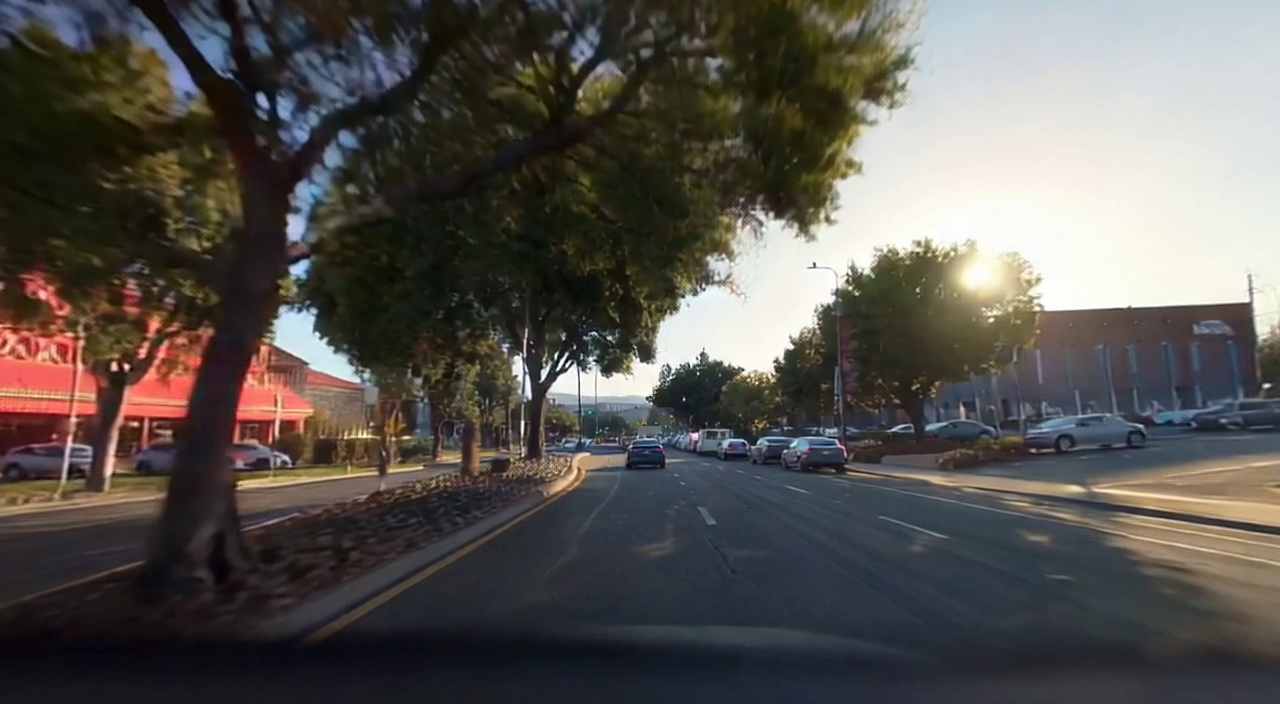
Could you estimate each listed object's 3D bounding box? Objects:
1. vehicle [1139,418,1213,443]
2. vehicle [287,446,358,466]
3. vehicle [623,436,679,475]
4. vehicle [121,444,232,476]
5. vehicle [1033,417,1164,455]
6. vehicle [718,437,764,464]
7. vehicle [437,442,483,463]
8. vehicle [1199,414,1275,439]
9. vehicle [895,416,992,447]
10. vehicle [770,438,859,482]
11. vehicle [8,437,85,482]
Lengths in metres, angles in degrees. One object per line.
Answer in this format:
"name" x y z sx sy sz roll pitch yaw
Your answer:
"vehicle" 33.052 4.882 39.013 1.797 1.426 4.346 -3 -9 17
"vehicle" -24.356 7.968 48.421 4.392 1.453 1.855 0 -8 -1
"vehicle" 0.357 4.232 26.027 2.091 1.472 4.697 0 -8 -1
"vehicle" -26.896 6.264 36.697 4.853 1.788 2.059 0 -8 1
"vehicle" 19.568 3.617 27.040 4.059 1.563 1.995 0 -8 -2
"vehicle" 6.518 6.429 41.246 2.105 1.646 4.612 0 -8 -2
"vehicle" -13.476 7.563 47.430 2.005 1.482 4.491 0 -8 1
"vehicle" 40.168 5.080 42.540 1.826 1.494 4.580 -3 -9 18
"vehicle" 19.496 5.156 40.649 5.117 1.905 2.075 0 -8 0
"vehicle" 6.499 4.057 24.029 2.016 1.479 4.532 0 -8 -1
"vehicle" -28.932 5.166 30.661 5.346 1.985 2.207 -8 -11 42
